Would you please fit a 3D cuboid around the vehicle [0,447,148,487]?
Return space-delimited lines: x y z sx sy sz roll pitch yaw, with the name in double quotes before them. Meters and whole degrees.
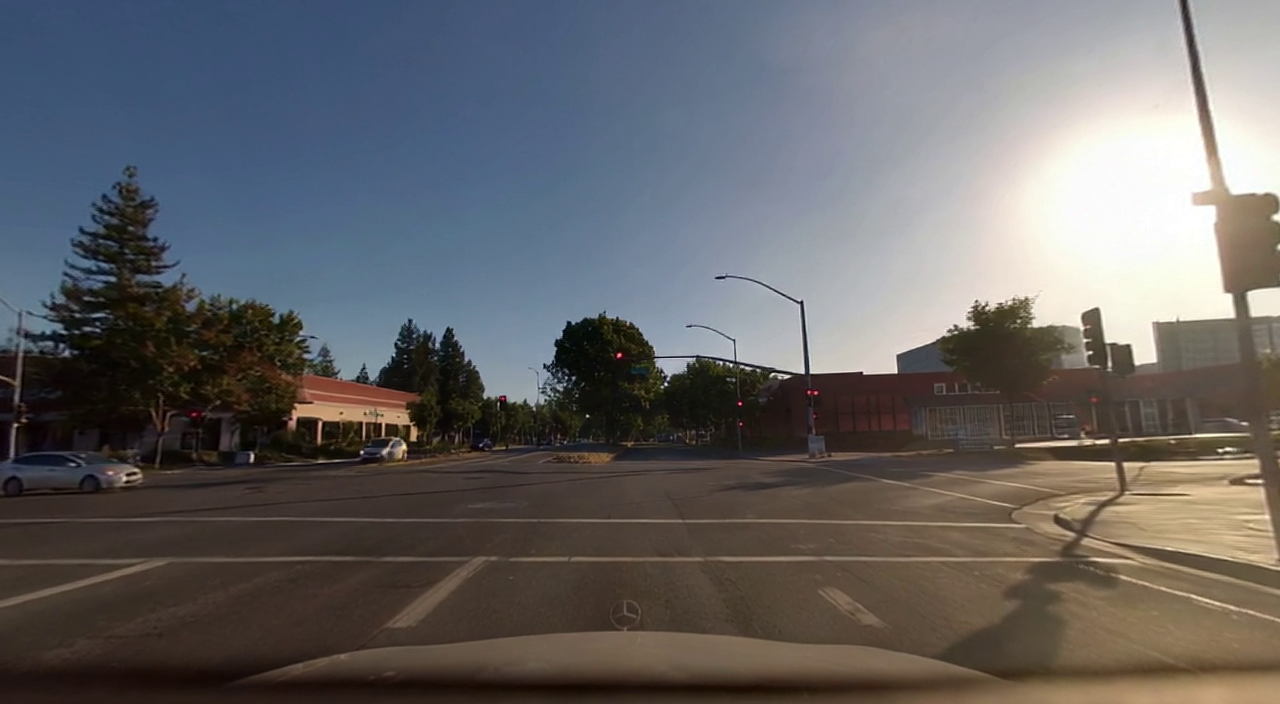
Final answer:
"vehicle" -22.711 4.532 25.118 4.500 1.465 1.936 0 -8 -4
